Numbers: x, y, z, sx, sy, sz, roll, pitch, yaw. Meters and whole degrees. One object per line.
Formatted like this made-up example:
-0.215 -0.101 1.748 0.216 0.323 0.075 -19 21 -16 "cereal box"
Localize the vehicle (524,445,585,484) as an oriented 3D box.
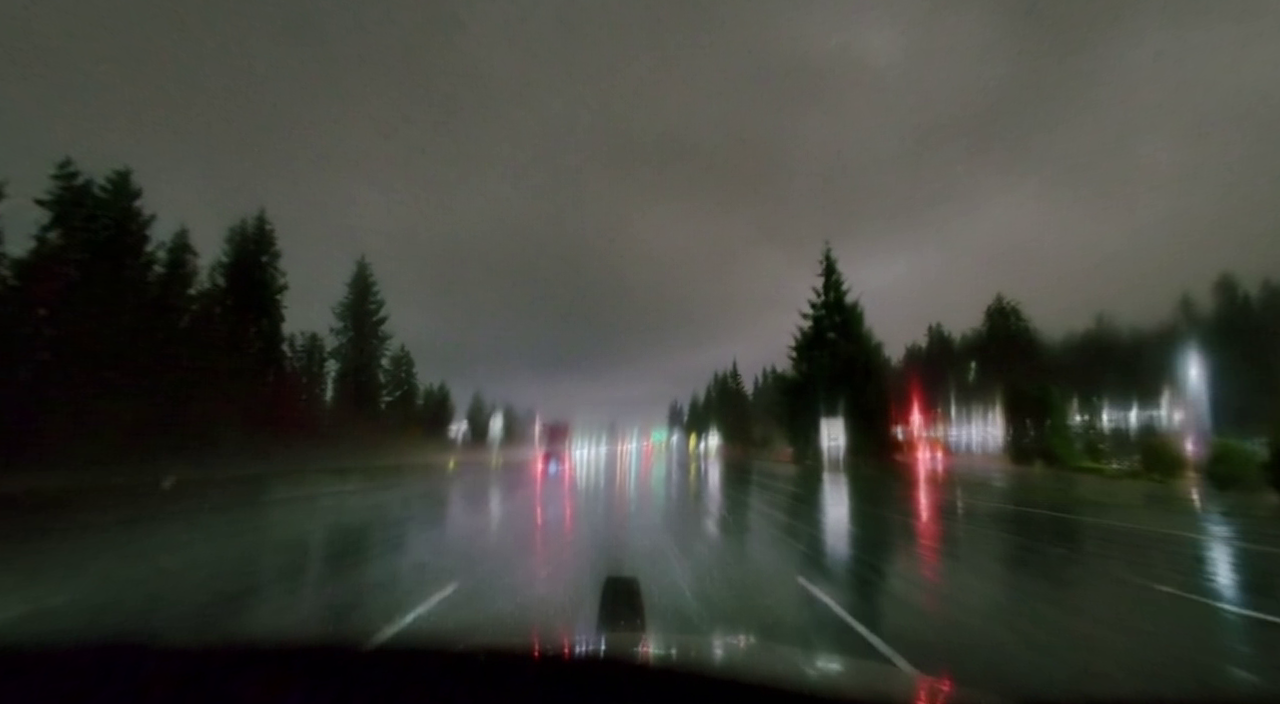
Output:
-3.585 4.794 27.180 1.979 1.521 4.147 0 -9 1 "vehicle"
